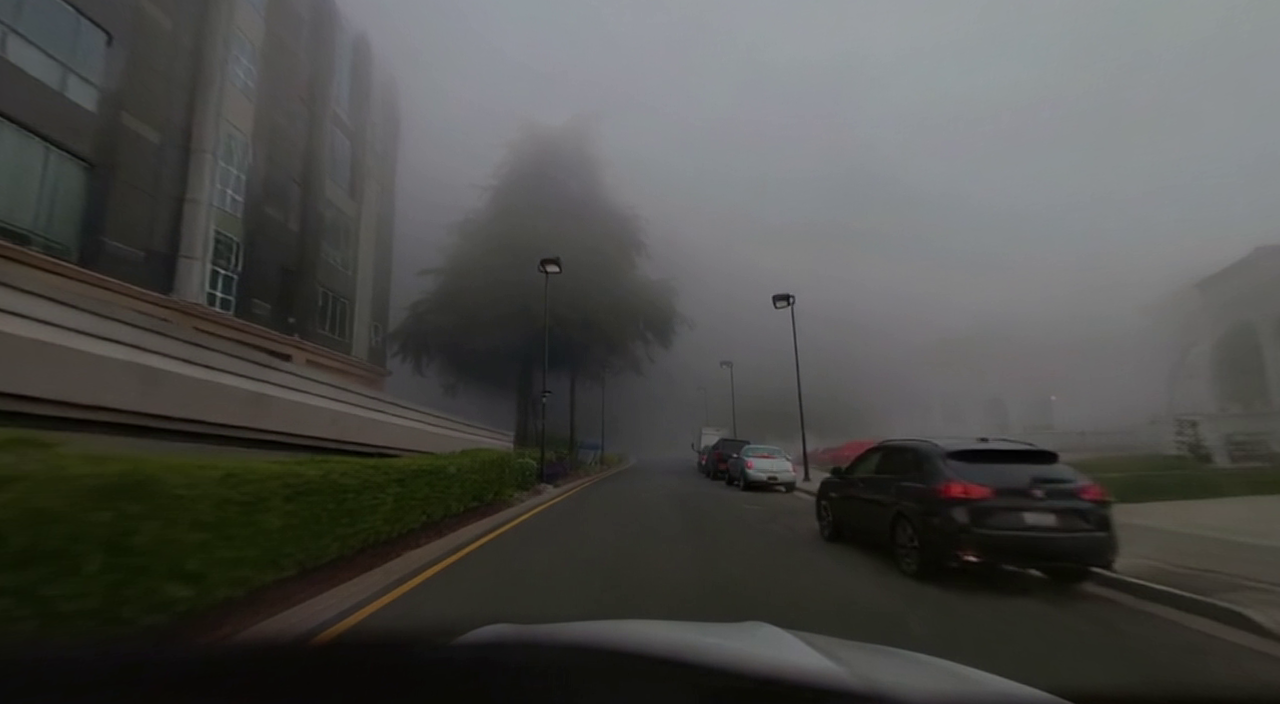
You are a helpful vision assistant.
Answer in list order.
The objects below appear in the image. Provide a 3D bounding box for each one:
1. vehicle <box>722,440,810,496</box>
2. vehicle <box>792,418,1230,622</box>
[{"bbox_3d":[3.581,3.371,18.735,1.848,1.442,4.425,-1,-9,2],"label":"vehicle"},{"bbox_3d":[3.282,1.575,6.969,2.024,1.475,4.565,0,-9,-1],"label":"vehicle"}]
